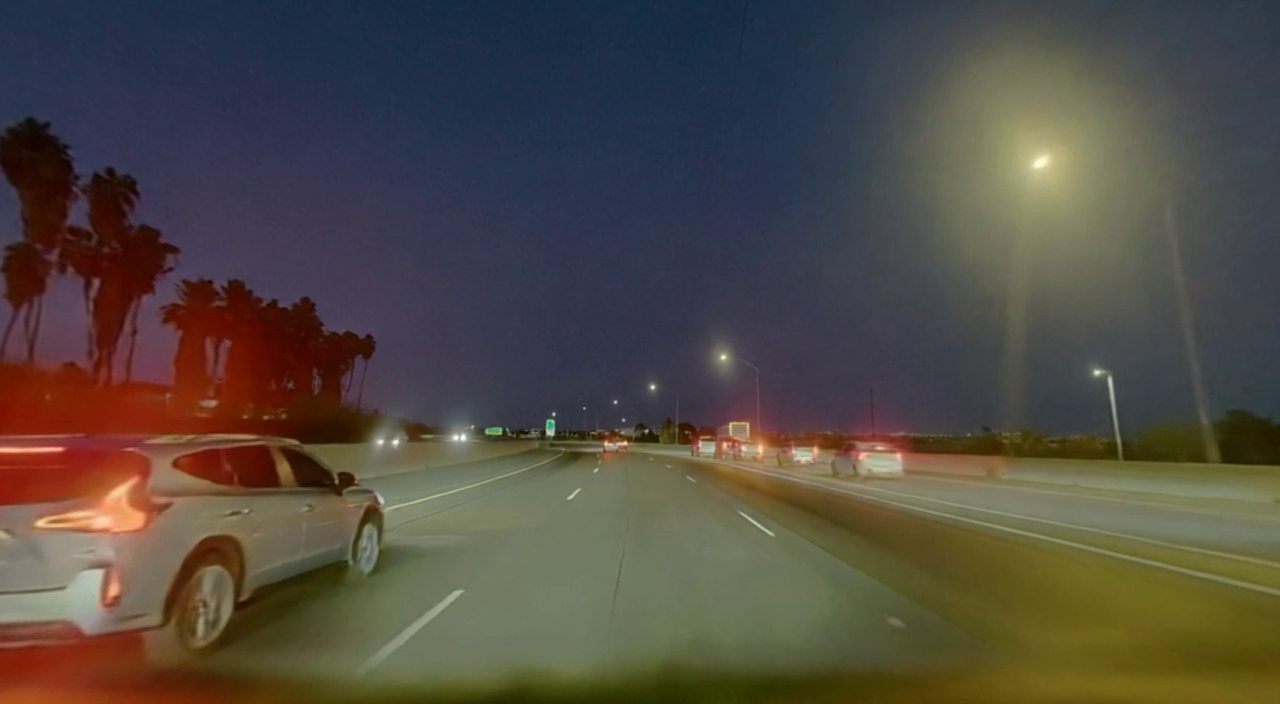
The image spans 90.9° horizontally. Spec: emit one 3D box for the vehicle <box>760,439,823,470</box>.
[{"bbox_3d":[7.859,5.363,33.200,1.984,1.477,4.385,0,-8,-3],"label":"vehicle"}]

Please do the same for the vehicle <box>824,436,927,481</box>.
[{"bbox_3d":[8.575,3.912,23.431,1.922,1.456,4.626,0,-8,-2],"label":"vehicle"}]

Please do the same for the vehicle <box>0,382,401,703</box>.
[{"bbox_3d":[-3.590,1.193,4.490,2.109,1.536,4.174,-1,-8,1],"label":"vehicle"}]

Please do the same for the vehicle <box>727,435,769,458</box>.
[{"bbox_3d":[7.725,6.848,45.664,1.957,1.584,4.272,0,-8,-5],"label":"vehicle"}]
